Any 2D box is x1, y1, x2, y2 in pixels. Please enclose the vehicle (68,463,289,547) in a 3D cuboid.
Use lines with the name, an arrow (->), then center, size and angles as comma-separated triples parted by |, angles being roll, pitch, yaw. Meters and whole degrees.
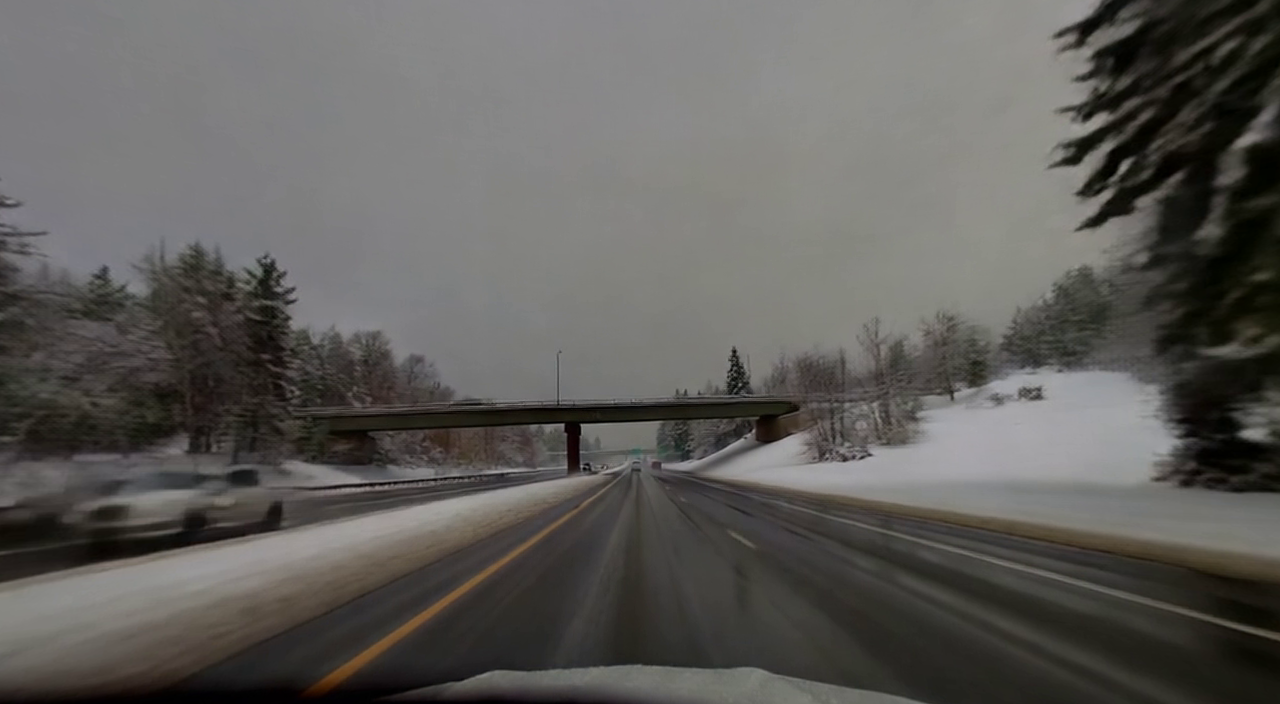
vehicle -> -9.523, 3.156, 13.414 | 1.827, 1.492, 3.722 | 1, -10, 0

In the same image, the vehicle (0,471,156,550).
vehicle -> -13.499, 3.399, 13.829 | 1.921, 1.467, 4.670 | 1, -11, 0
